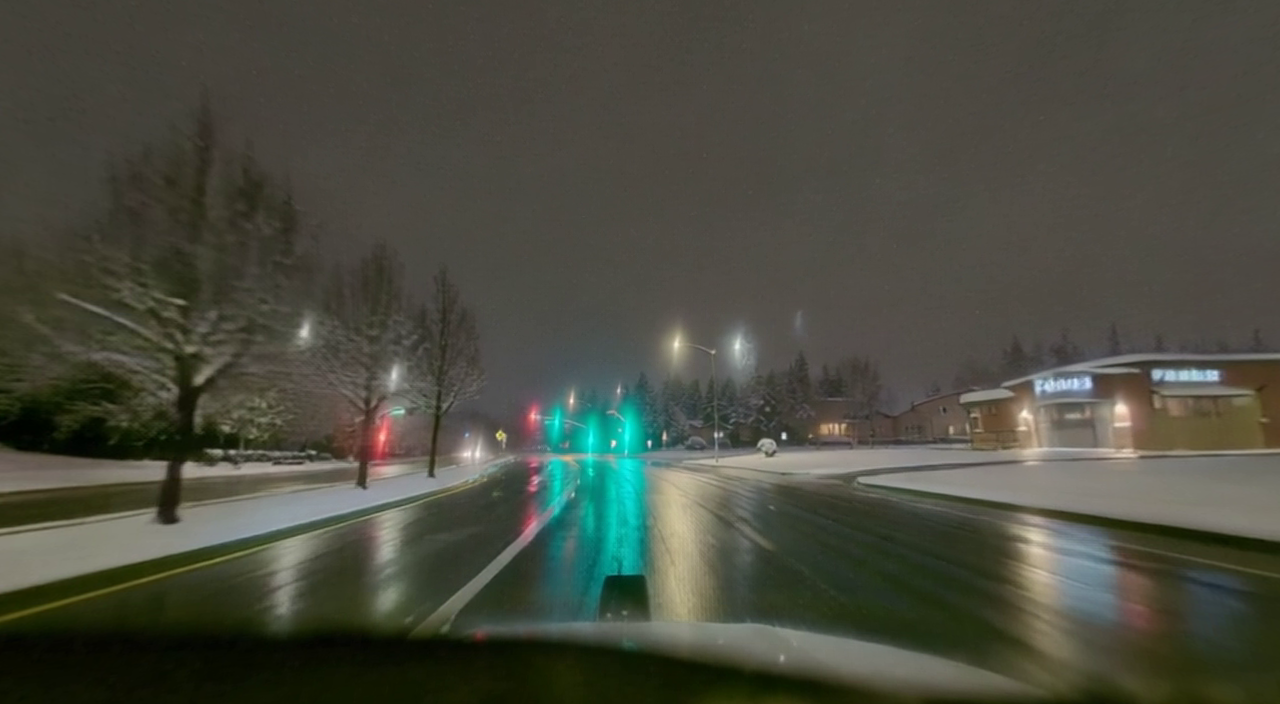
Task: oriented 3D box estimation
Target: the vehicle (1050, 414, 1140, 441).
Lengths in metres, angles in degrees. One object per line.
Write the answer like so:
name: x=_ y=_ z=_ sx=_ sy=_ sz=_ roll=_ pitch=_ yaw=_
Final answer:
vehicle: x=27.206 y=4.596 z=37.878 sx=1.808 sy=1.485 sz=4.467 roll=1 pitch=-8 yaw=-5
